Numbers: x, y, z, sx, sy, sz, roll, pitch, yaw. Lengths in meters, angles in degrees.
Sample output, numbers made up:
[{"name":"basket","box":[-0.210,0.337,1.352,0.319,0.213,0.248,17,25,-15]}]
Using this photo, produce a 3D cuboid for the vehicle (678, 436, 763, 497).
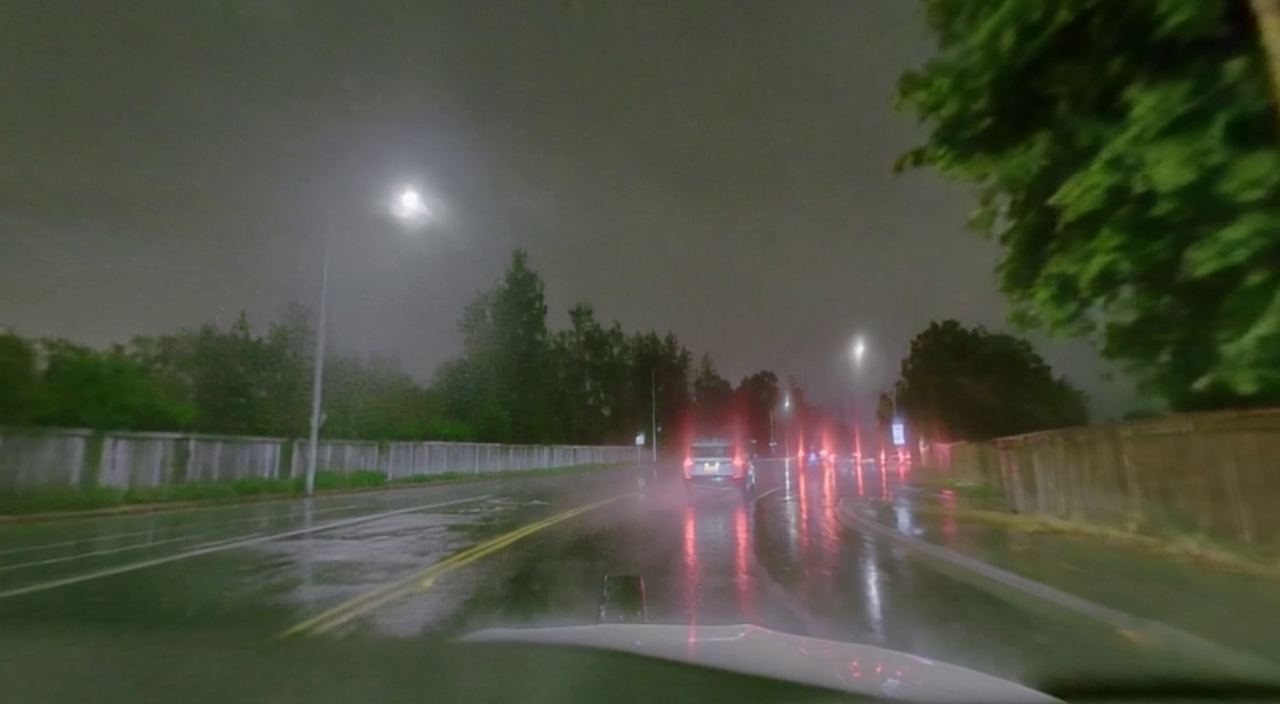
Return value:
[{"name":"vehicle","box":[2.888,3.853,21.720,2.230,1.827,4.580,-2,-9,15]}]
